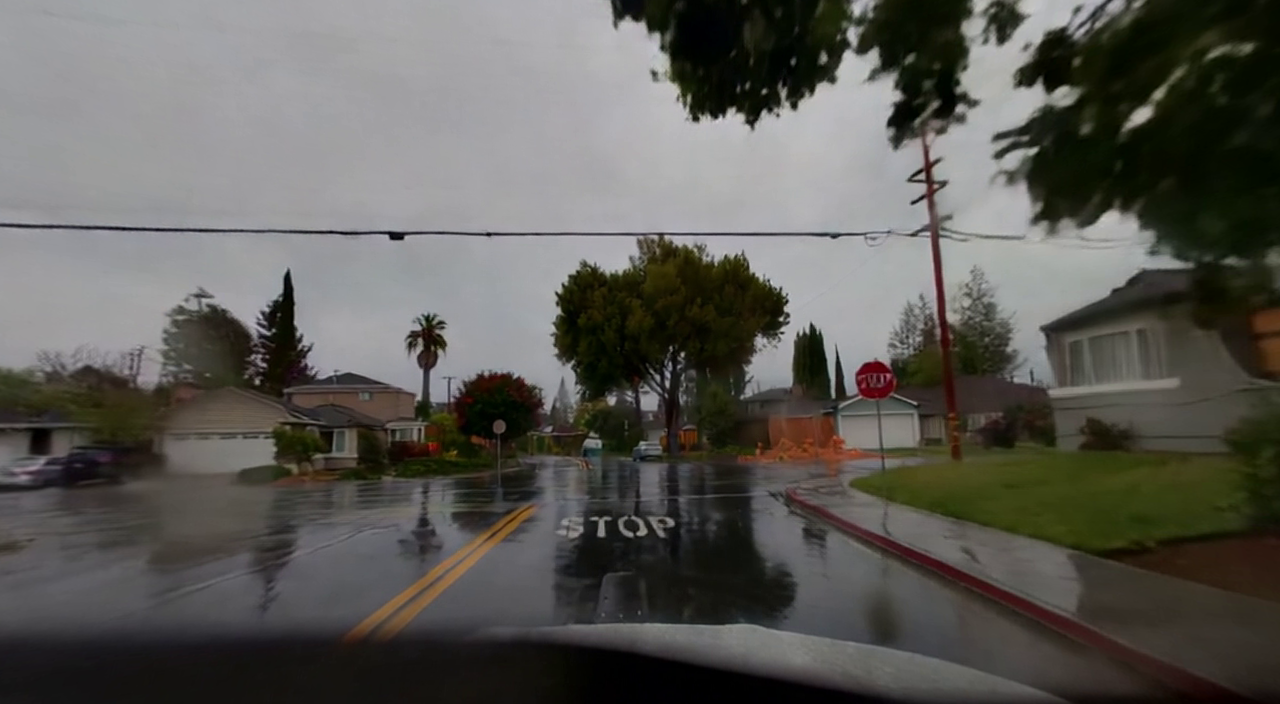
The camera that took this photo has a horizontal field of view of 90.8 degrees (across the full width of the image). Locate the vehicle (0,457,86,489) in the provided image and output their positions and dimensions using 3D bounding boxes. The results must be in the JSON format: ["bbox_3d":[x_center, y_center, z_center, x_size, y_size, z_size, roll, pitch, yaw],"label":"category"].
[{"bbox_3d":[-28.535,5.702,30.000,1.864,1.337,3.943,3,-9,-19],"label":"vehicle"}]
